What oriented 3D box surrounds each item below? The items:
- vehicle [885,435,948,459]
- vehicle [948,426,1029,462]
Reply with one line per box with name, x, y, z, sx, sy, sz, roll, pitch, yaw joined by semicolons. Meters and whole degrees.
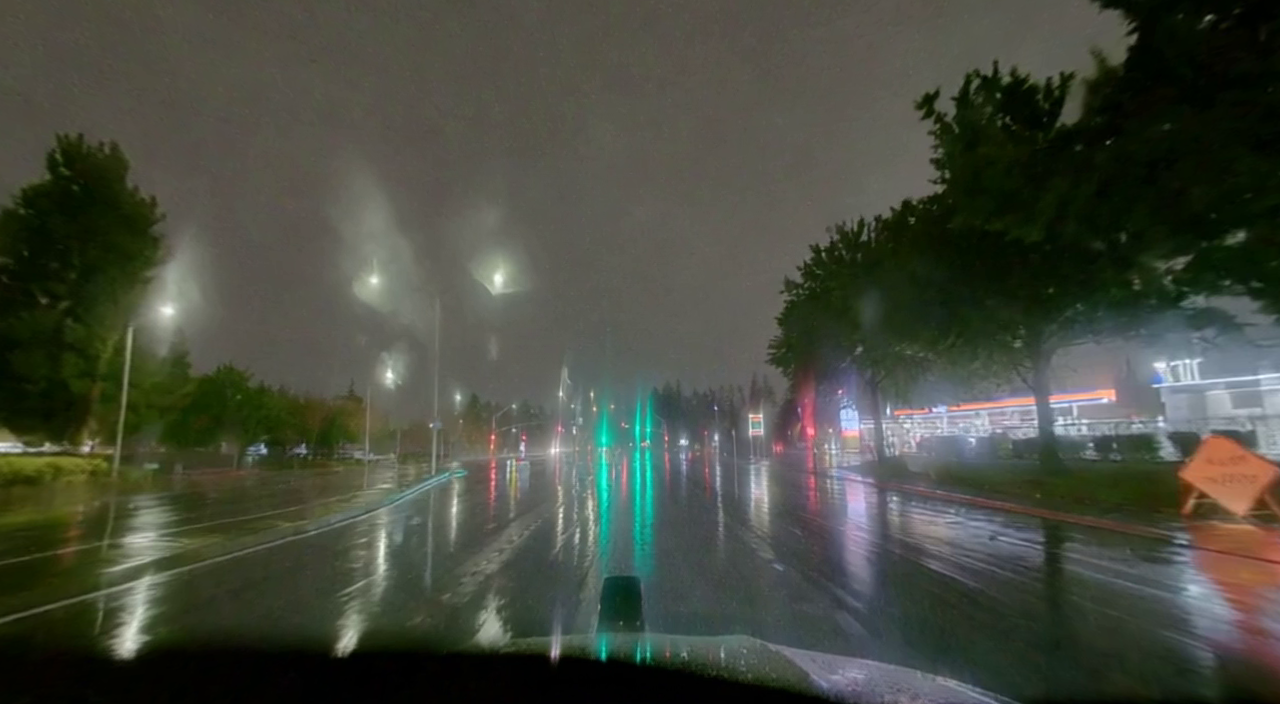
vehicle;17.852;6.144;41.018;1.912;1.452;4.796;0;-8;0
vehicle;22.902;6.016;41.821;2.094;1.937;5.262;-3;-6;-3
